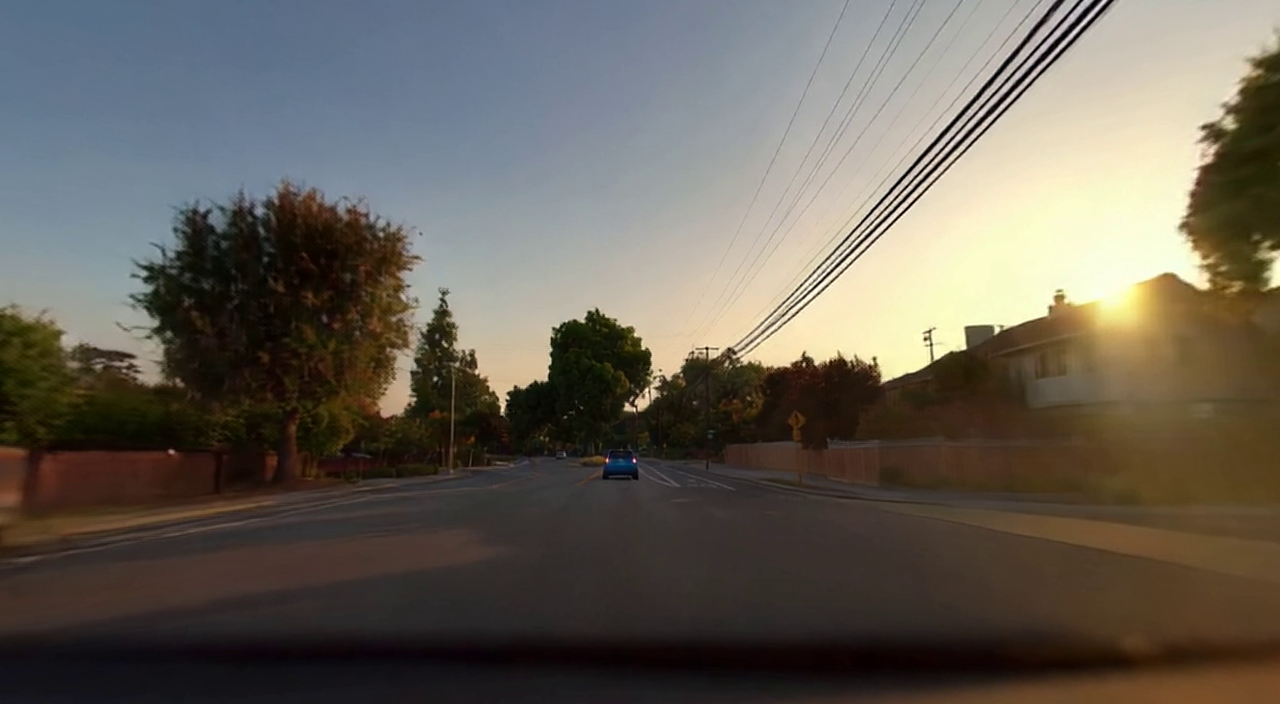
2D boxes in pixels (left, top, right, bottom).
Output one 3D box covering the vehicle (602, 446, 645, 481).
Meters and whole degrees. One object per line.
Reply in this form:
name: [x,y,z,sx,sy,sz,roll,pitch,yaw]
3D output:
vehicle: [-0.894,5.768,33.062,2.139,1.699,3.916,0,-8,-2]
